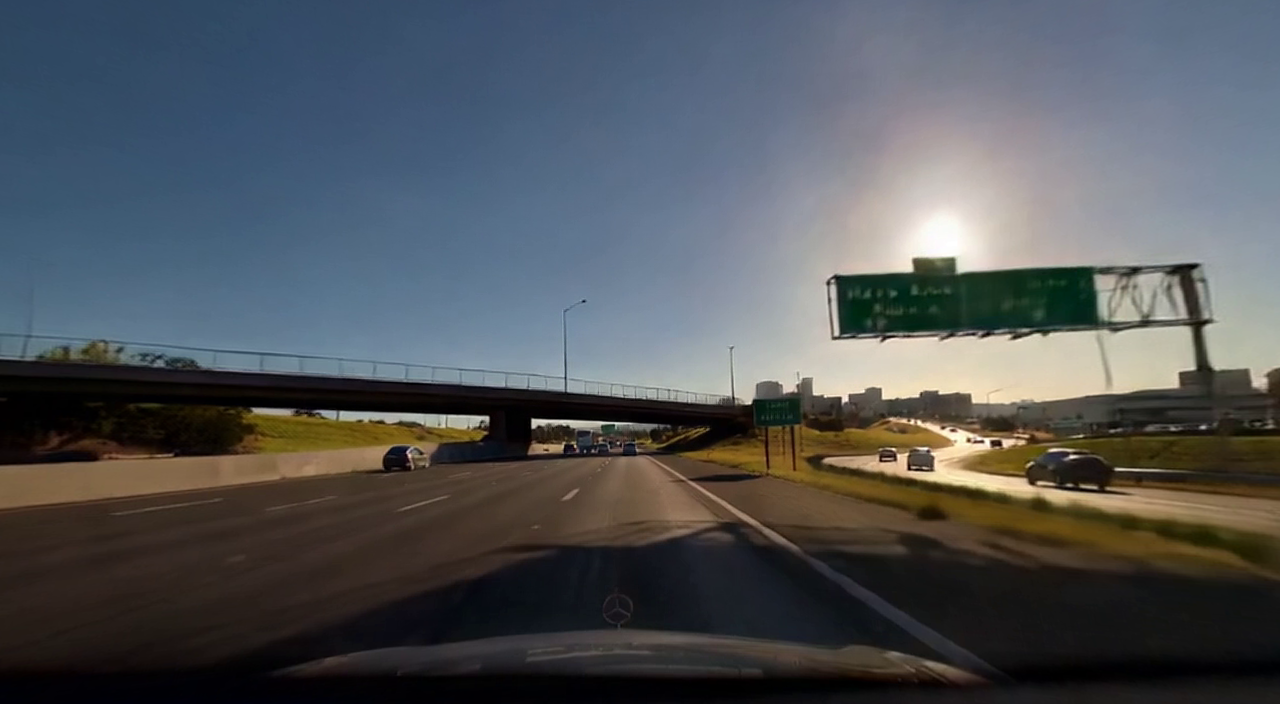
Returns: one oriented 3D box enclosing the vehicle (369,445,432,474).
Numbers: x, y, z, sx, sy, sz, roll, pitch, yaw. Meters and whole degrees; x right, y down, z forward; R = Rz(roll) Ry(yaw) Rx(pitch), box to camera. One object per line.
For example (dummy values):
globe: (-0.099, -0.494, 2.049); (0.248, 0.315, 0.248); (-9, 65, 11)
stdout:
vehicle: (-14.327, 6.421, 38.044); (2.057, 1.619, 4.443); (0, -8, 0)

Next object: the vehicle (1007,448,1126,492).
vehicle: (19.242, 5.304, 28.863); (2.172, 1.778, 5.085); (-1, -8, 5)
